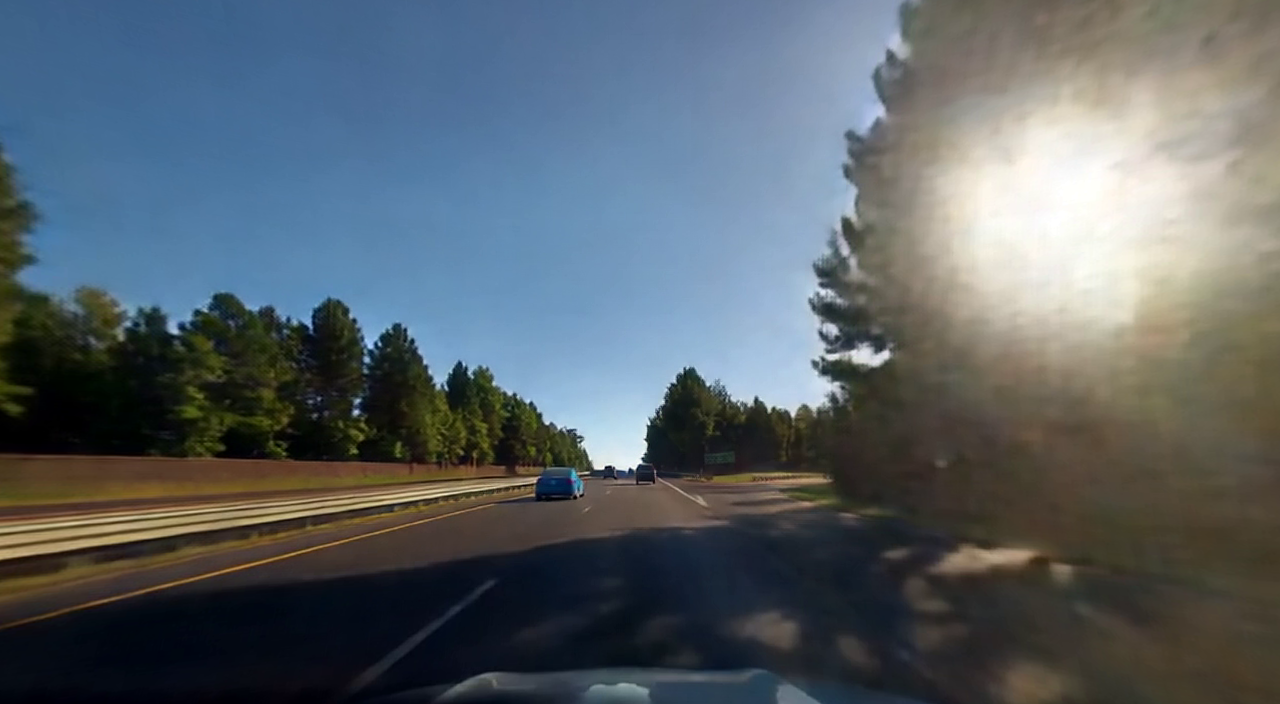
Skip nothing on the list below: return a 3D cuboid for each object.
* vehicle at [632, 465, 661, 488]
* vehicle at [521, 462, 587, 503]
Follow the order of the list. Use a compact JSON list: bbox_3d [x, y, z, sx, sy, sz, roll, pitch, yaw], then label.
[{"bbox_3d":[0.504,9.594,48.589,2.065,1.596,3.869,1,-11,1],"label":"vehicle"},{"bbox_3d":[-3.509,5.470,26.555,2.047,1.523,4.279,1,-11,1],"label":"vehicle"}]
